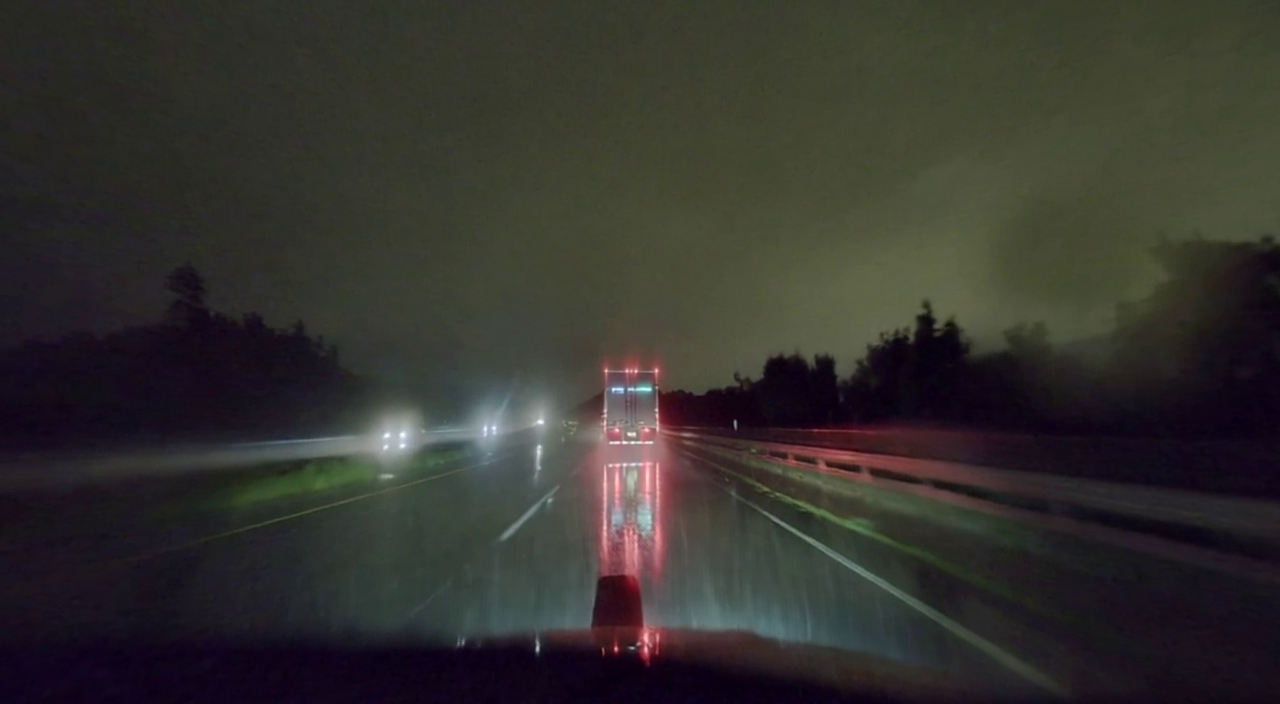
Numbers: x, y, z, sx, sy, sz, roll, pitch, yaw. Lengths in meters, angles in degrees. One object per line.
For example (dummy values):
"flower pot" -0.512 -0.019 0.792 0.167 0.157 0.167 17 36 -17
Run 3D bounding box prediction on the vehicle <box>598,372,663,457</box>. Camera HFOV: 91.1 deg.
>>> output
"vehicle" -0.687 3.610 34.671 3.023 3.965 10.402 0 -8 -3
